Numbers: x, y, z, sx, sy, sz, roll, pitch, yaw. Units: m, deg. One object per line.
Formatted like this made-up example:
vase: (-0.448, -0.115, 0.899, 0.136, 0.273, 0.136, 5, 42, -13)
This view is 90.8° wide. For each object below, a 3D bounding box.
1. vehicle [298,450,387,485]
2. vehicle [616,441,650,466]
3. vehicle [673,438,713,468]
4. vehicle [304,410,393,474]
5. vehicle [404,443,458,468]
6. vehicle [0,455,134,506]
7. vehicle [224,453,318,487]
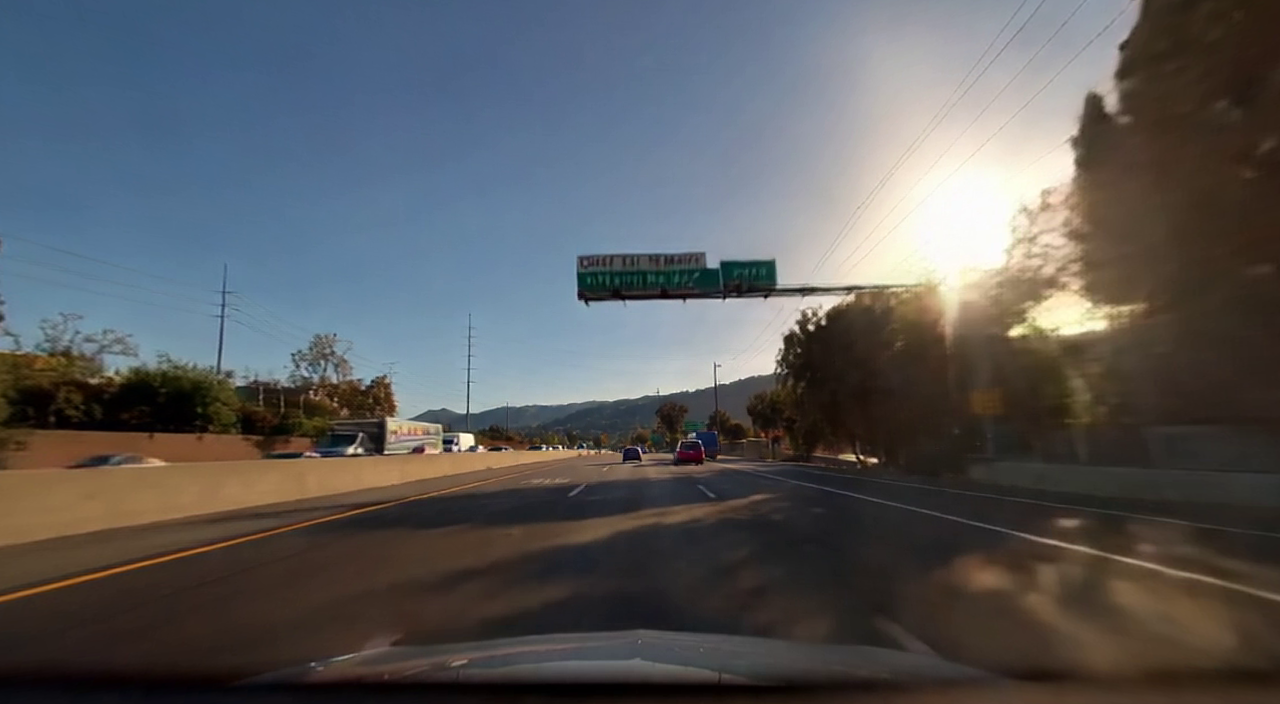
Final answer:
vehicle: (-13.829, 5.368, 29.724, 1.878, 1.462, 4.573, 0, -9, 1)
vehicle: (-0.500, 7.278, 45.493, 2.325, 1.712, 4.592, 0, -9, 0)
vehicle: (3.321, 6.502, 40.687, 2.036, 1.796, 4.470, 0, -9, -2)
vehicle: (-21.267, 6.657, 46.619, 3.228, 4.337, 6.550, 0, -9, 0)
vehicle: (-14.045, 6.989, 42.775, 2.090, 1.598, 4.713, 0, -9, 0)
vehicle: (-21.284, 4.573, 22.927, 1.923, 1.560, 4.760, 0, -9, 0)
vehicle: (-17.573, 5.628, 30.378, 1.825, 1.456, 4.451, 0, -9, 0)
